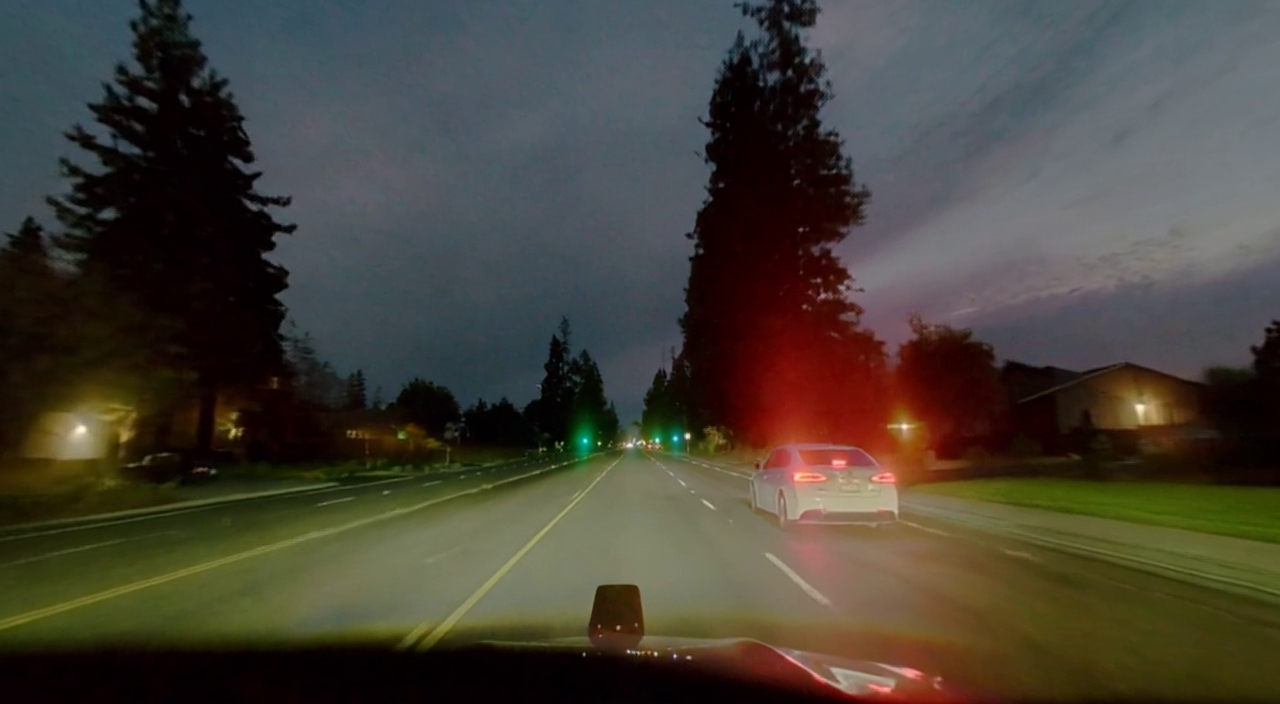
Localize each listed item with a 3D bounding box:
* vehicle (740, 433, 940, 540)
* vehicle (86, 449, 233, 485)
[{"bbox_3d":[3.173,2.228,11.107,2.057,1.493,4.225,0,-9,-1],"label":"vehicle"},{"bbox_3d":[-20.583,4.932,27.195,4.689,1.466,1.969,0,-9,1],"label":"vehicle"}]
